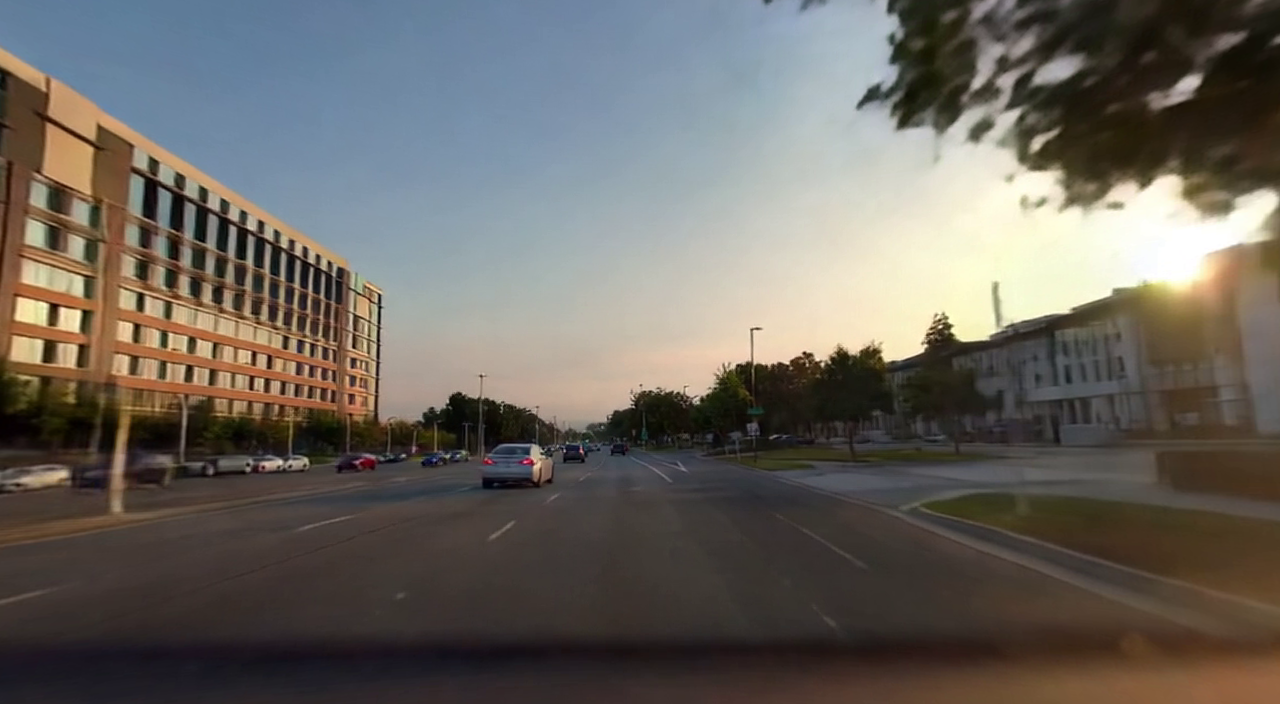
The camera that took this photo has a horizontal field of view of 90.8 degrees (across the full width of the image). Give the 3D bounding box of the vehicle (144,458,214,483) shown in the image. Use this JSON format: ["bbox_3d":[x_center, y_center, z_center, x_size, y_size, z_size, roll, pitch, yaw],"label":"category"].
[{"bbox_3d":[-33.569,8.616,46.148,1.885,1.538,4.642,0,-8,-4],"label":"vehicle"}]

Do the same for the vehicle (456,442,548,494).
[{"bbox_3d":[-4.265,3.642,20.260,2.025,1.474,4.292,0,-8,-1],"label":"vehicle"}]

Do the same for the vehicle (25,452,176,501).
[{"bbox_3d":[-19.892,4.564,23.573,2.159,1.613,3.873,0,-8,1],"label":"vehicle"}]
